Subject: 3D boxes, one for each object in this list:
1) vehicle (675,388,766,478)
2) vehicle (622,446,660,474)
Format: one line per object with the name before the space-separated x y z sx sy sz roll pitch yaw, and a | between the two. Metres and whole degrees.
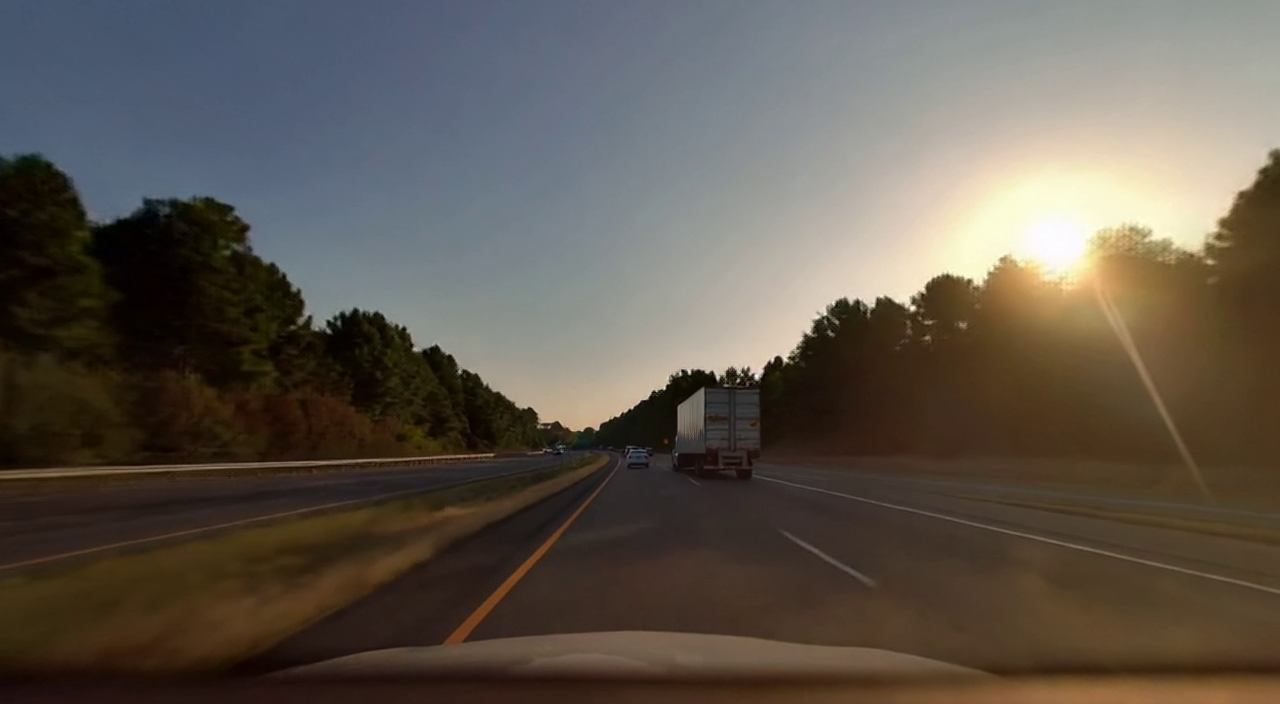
vehicle | 4.038 4.811 35.849 2.883 4.057 14.579 0 -9 -1
vehicle | 0.012 6.264 36.720 2.051 1.513 4.511 0 -9 -2
